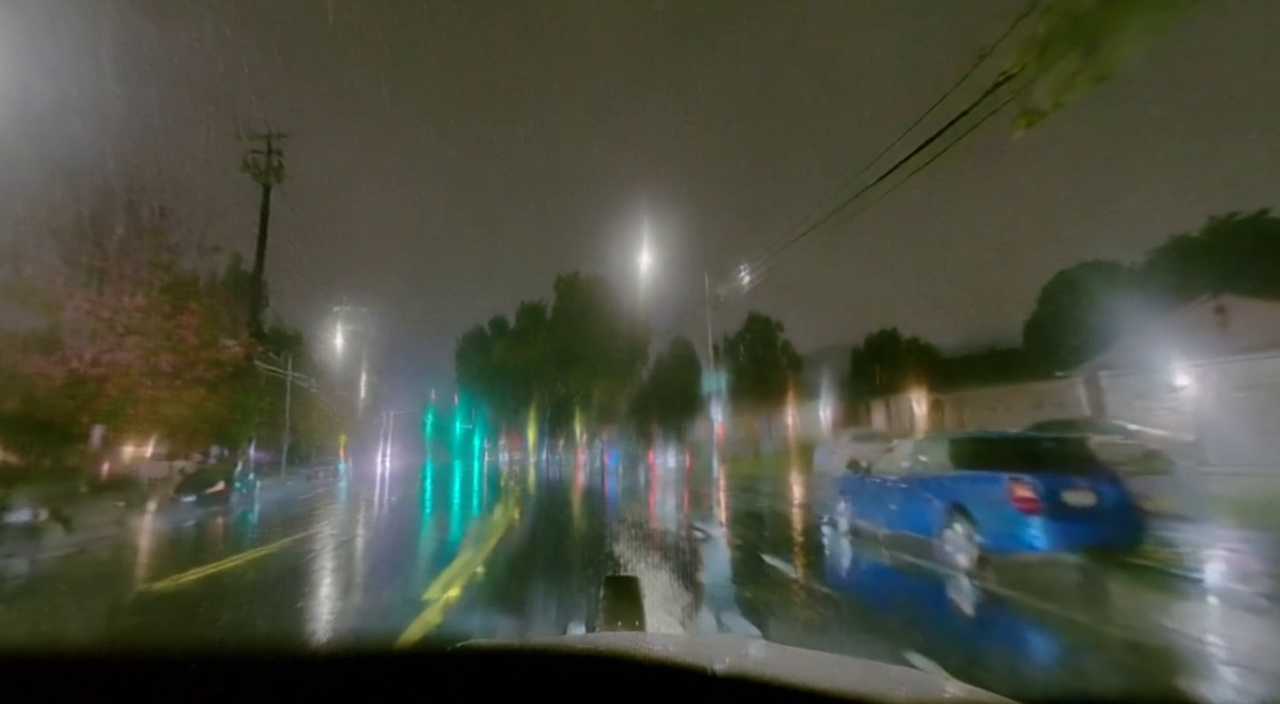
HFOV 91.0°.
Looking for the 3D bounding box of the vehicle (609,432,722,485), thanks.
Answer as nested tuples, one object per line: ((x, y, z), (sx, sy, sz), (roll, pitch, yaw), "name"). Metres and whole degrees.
((0.799, 4.357, 25.876), (2.723, 1.785, 7.174), (4, -10, -13), "vehicle")

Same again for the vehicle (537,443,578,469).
((-6.414, 7.956, 48.469), (2.348, 1.804, 5.207), (1, -8, -16), "vehicle")

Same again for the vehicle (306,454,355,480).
((-21.435, 7.951, 43.743), (1.932, 1.468, 4.305), (-5, -7, -12), "vehicle")

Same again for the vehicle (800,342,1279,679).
((4.305, 1.445, 7.136), (2.402, 1.889, 6.910), (4, -9, -7), "vehicle")

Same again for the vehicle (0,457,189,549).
((-12.596, 3.269, 13.999), (2.292, 1.499, 4.661), (-5, -7, -9), "vehicle")

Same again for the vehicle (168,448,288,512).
((-14.687, 4.514, 22.767), (1.992, 1.677, 4.499), (-5, -6, -11), "vehicle")
